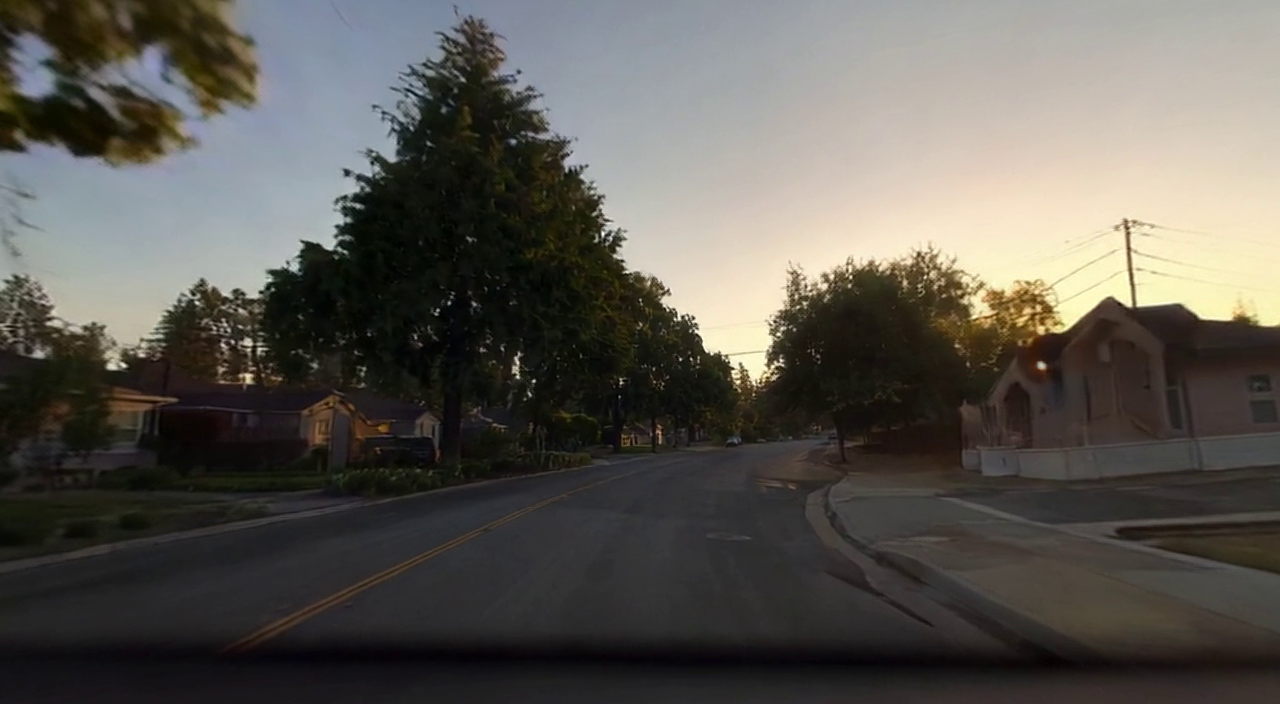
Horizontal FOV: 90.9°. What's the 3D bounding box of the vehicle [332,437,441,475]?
[{"bbox_3d":[-11.798,4.873,29.728,4.485,1.663,2.111,2,-9,-15],"label":"vehicle"}]
